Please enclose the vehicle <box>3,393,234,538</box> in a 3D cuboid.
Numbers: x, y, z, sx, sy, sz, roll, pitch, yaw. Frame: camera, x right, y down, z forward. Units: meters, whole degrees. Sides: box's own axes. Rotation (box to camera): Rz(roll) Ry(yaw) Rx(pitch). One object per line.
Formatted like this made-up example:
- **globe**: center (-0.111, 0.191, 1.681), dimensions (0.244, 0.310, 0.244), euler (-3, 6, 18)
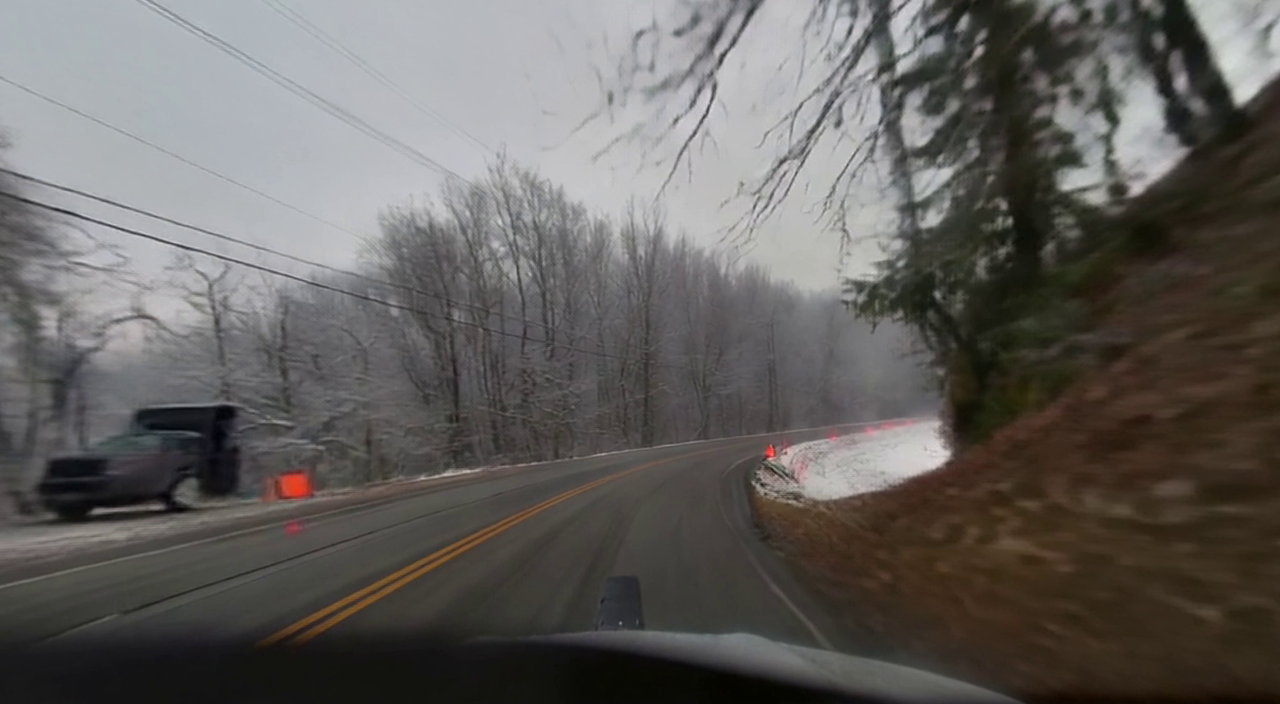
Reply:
- **vehicle**: center (-12.518, 2.736, 15.465), dimensions (3.012, 2.802, 3.057), euler (-9, -10, 7)
